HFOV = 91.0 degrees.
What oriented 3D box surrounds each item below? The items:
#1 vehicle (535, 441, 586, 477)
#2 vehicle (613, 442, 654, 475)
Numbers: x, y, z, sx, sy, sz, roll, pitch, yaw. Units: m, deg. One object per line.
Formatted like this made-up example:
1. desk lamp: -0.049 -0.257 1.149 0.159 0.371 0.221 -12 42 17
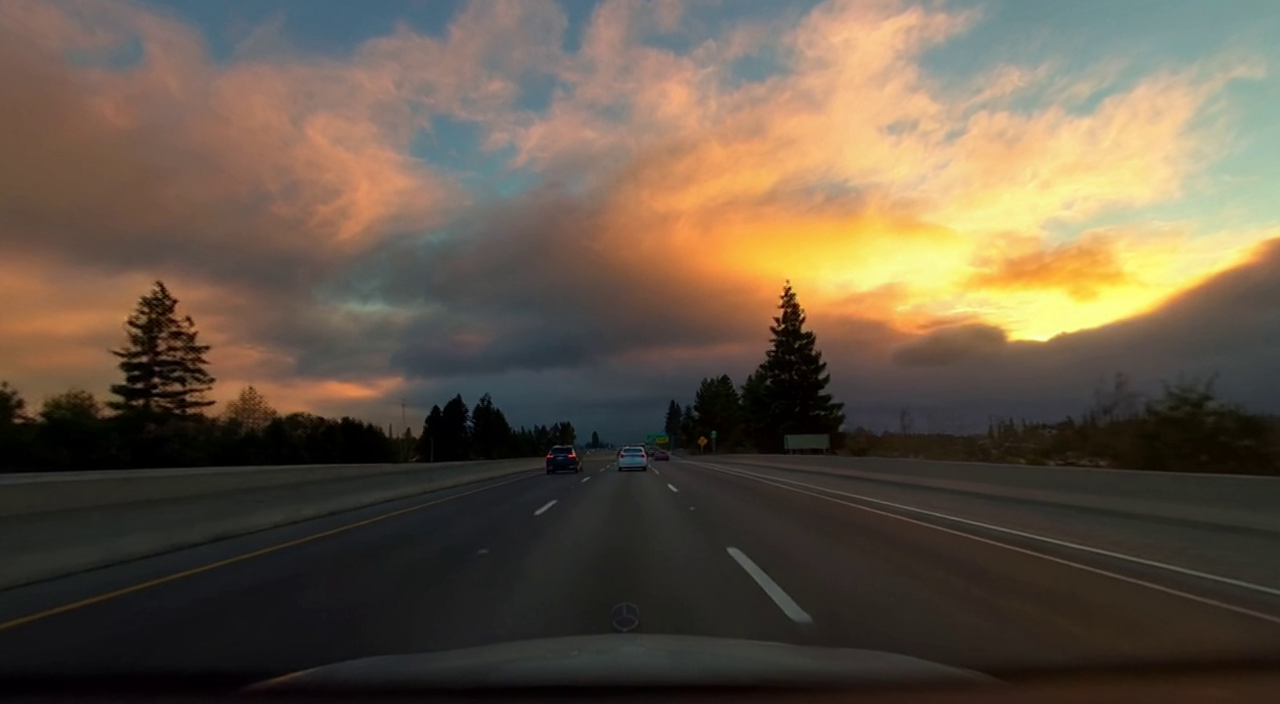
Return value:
1. vehicle: -4.133 5.664 33.658 2.130 1.741 4.665 0 -8 0
2. vehicle: -0.340 5.832 34.573 2.130 1.684 3.826 0 -8 0
